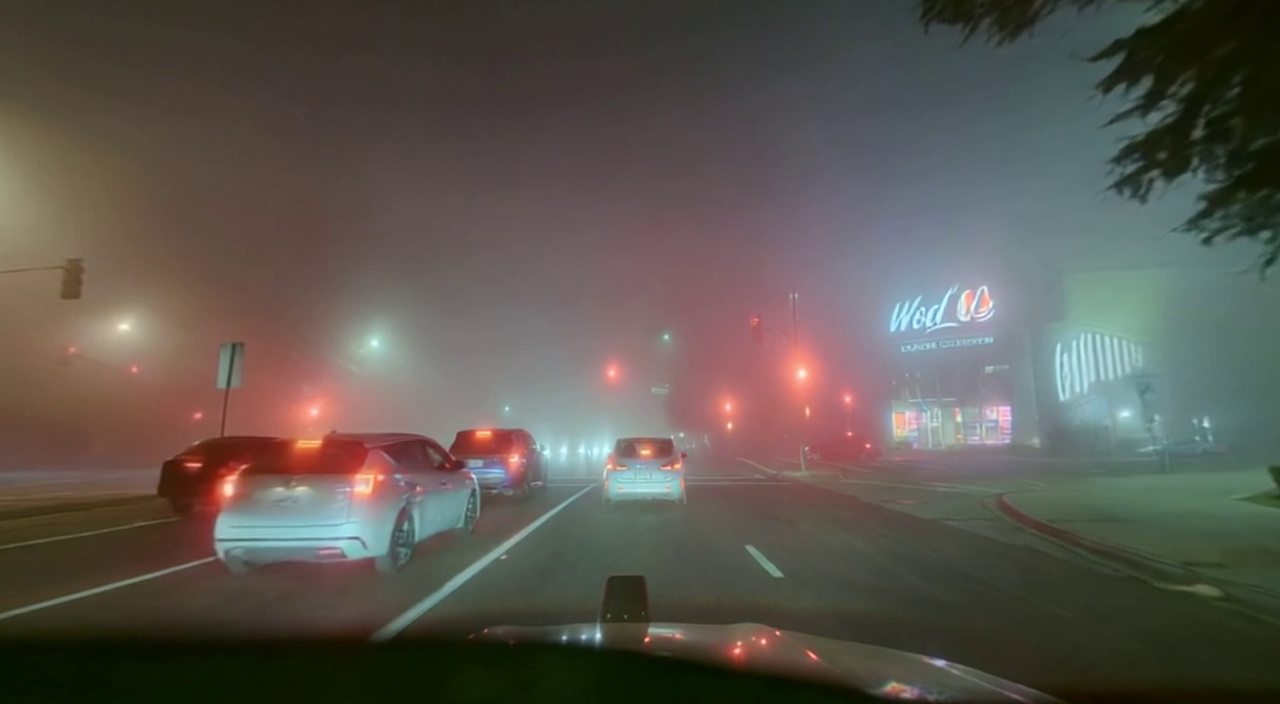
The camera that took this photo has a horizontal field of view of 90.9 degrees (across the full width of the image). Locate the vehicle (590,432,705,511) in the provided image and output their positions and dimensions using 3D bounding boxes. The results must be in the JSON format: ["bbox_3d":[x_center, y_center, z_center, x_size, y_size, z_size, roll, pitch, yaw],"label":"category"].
[{"bbox_3d":[0.236,2.633,14.408,2.258,1.507,3.896,-1,-8,3],"label":"vehicle"}]

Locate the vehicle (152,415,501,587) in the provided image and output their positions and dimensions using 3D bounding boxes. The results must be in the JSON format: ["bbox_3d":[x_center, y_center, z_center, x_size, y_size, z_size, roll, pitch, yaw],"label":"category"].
[{"bbox_3d":[-3.290,1.653,7.870,2.029,1.517,4.375,0,-8,1],"label":"vehicle"}]

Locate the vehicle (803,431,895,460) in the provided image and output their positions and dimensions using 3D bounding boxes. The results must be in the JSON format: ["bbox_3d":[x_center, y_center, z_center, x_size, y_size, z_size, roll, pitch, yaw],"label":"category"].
[{"bbox_3d":[13.078,5.866,39.617,5.032,1.762,1.982,0,-8,0],"label":"vehicle"}]

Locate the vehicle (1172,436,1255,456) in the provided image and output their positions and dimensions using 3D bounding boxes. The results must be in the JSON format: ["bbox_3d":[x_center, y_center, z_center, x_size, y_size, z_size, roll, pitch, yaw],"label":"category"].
[{"bbox_3d":[43.691,7.150,48.039,4.582,1.442,1.860,0,-8,-3],"label":"vehicle"}]
